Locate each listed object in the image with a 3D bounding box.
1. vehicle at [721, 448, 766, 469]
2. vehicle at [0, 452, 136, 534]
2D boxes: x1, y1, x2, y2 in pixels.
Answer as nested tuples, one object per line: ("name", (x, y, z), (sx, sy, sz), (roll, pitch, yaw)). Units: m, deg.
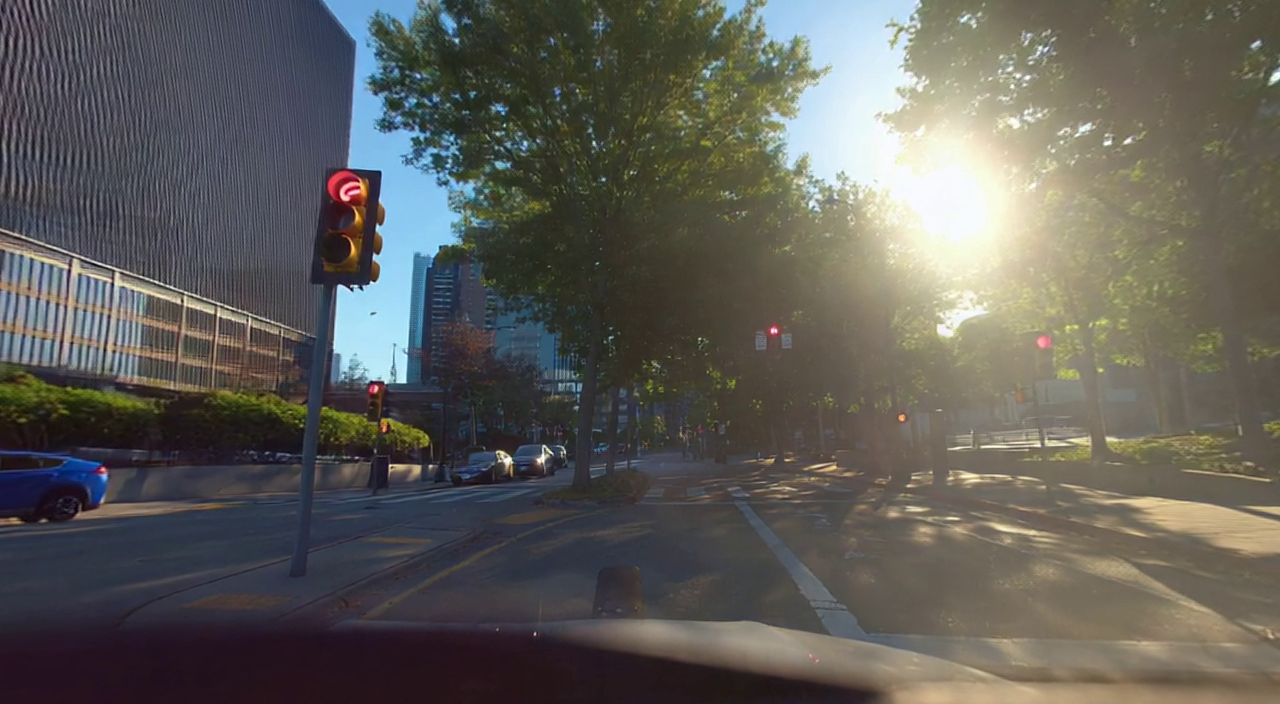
("vehicle", (7.862, 8.124, 48.419), (1.829, 1.440, 4.384), (2, -9, -14))
("vehicle", (-12.856, 2.716, 12.273), (4.598, 1.490, 1.816), (7, -11, -40))
